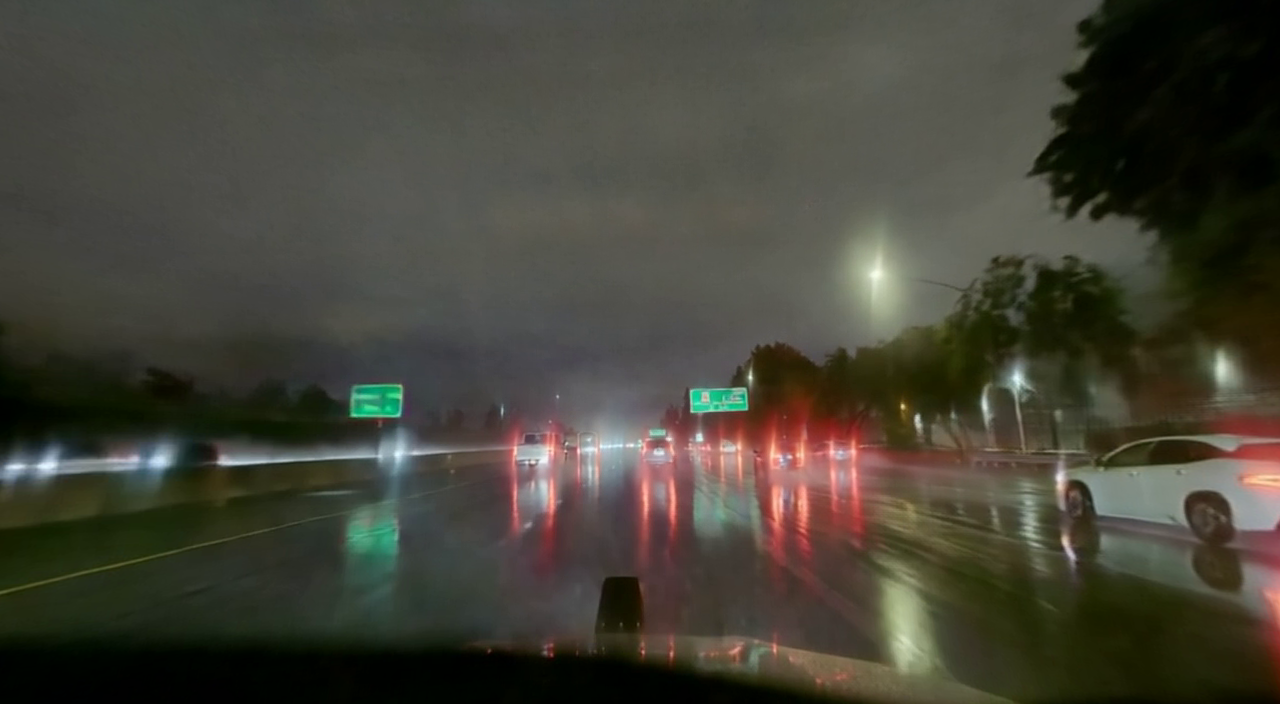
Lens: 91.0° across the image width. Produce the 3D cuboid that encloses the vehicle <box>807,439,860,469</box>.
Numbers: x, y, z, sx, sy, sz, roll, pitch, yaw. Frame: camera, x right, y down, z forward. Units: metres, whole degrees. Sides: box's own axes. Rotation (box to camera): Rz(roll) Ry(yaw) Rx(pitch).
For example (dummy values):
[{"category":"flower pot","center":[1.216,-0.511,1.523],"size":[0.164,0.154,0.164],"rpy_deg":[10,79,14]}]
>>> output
[{"category":"vehicle","center":[12.189,6.431,39.946],"size":[2.010,1.765,4.375],"rpy_deg":[0,-9,0]}]

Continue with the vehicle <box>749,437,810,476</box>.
[{"category":"vehicle","center":[6.584,4.983,30.176],"size":[2.022,1.682,4.226],"rpy_deg":[0,-9,2]}]

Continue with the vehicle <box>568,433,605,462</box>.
[{"category":"vehicle","center":[-4.077,7.473,49.163],"size":[2.317,2.049,5.746],"rpy_deg":[0,-9,1]}]

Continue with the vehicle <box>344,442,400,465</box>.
[{"category":"vehicle","center":[-20.893,7.922,49.323],"size":[2.104,1.702,4.818],"rpy_deg":[0,-9,2]}]

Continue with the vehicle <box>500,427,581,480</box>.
[{"category":"vehicle","center":[-3.656,3.871,24.128],"size":[2.199,1.777,4.790],"rpy_deg":[0,-9,2]}]

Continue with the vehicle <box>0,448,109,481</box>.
[{"category":"vehicle","center":[-29.436,5.575,31.467],"size":[1.844,1.492,4.509],"rpy_deg":[0,-9,0]}]

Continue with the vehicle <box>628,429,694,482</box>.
[{"category":"vehicle","center":[0.759,3.773,23.090],"size":[2.181,1.728,3.970],"rpy_deg":[0,-9,2]}]

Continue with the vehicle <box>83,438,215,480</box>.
[{"category":"vehicle","center":[-21.345,4.658,27.681],"size":[1.998,1.691,4.552],"rpy_deg":[0,-9,2]}]

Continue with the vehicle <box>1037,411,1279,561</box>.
[{"category":"vehicle","center":[7.712,1.711,8.603],"size":[1.989,1.569,3.964],"rpy_deg":[0,-9,0]}]

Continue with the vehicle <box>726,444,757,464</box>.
[{"category":"vehicle","center":[7.923,8.001,49.451],"size":[1.815,1.479,3.892],"rpy_deg":[0,-9,0]}]
